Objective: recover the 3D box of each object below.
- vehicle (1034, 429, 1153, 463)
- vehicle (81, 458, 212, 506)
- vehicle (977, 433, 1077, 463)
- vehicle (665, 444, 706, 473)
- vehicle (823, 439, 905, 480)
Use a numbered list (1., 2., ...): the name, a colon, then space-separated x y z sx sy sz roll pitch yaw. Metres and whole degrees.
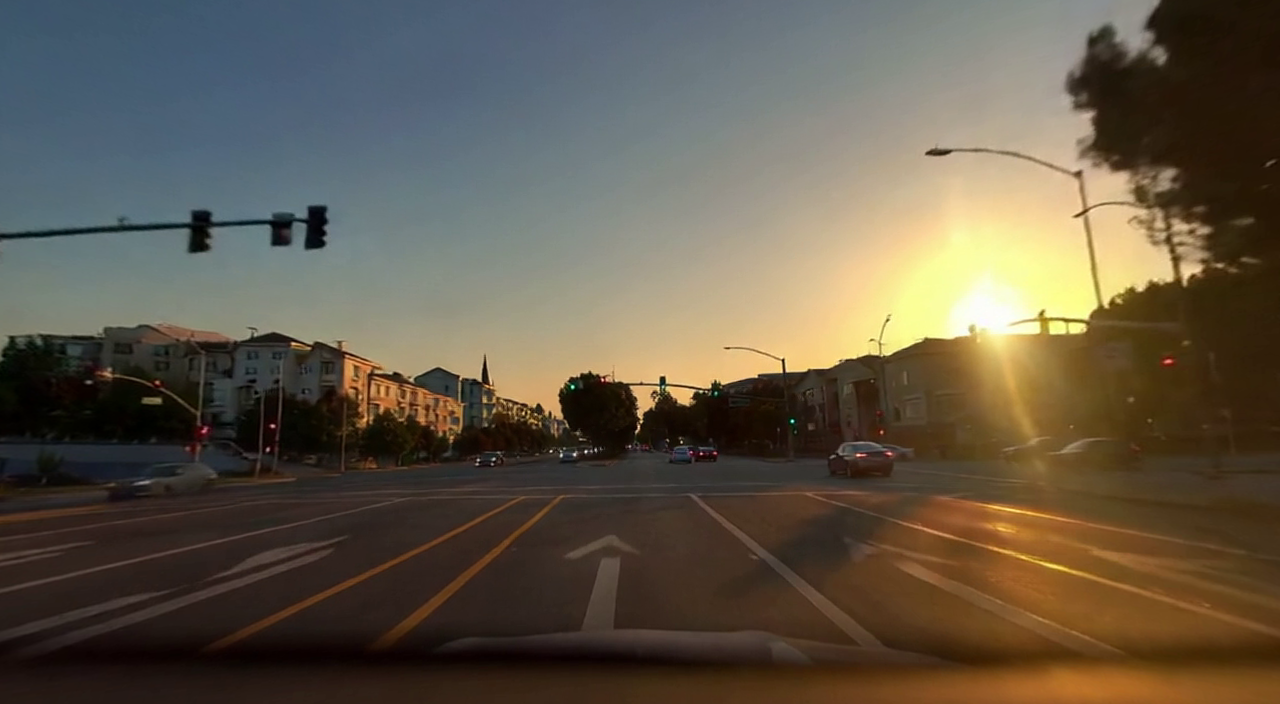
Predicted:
1. vehicle: 24.489 5.080 34.247 4.747 1.766 2.179 0 -9 0
2. vehicle: -22.539 5.901 29.163 2.016 1.871 4.983 0 -9 -1
3. vehicle: 22.700 5.668 37.155 4.475 1.682 2.044 0 -9 -1
4. vehicle: 2.578 6.117 36.571 1.917 1.538 4.259 0 -9 -2
5. vehicle: 9.526 4.599 27.287 1.798 1.621 4.304 0 -9 -2
